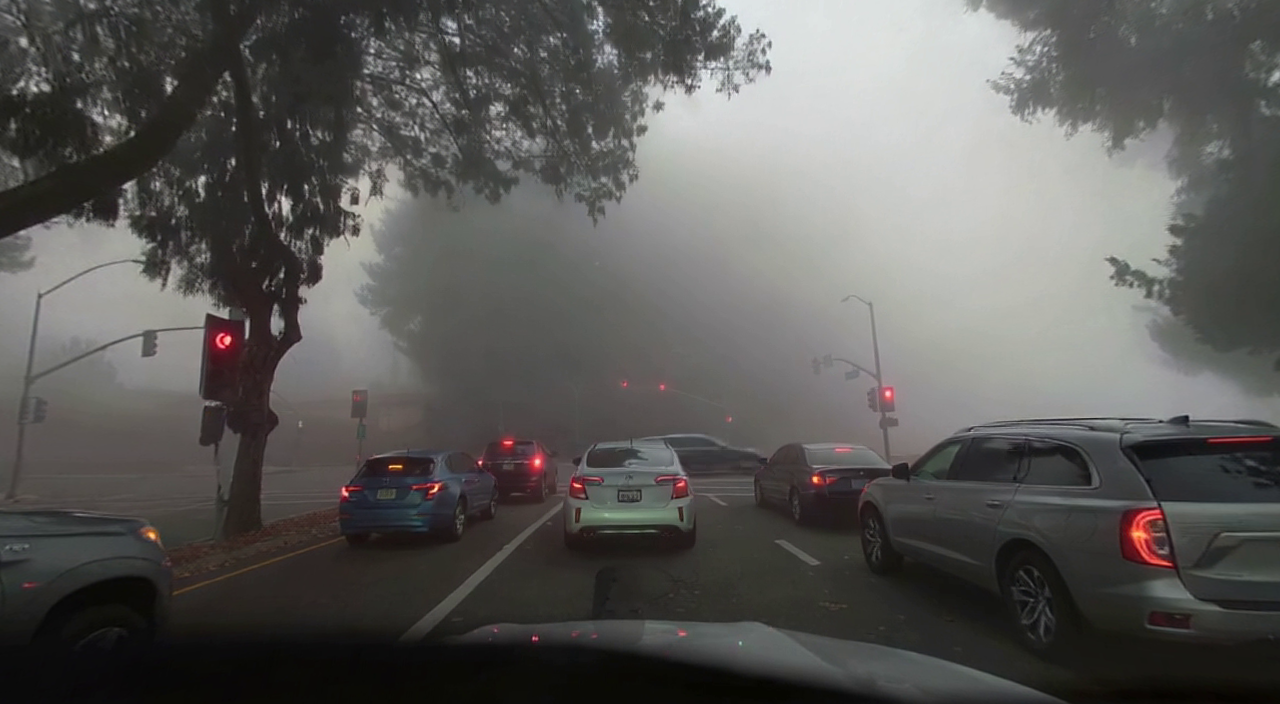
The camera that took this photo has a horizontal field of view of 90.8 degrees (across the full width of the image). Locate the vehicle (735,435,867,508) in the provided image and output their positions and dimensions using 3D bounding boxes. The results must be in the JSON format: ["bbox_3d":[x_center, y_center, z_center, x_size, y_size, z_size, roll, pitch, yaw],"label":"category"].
[{"bbox_3d":[3.645,2.783,15.236,1.922,1.472,4.440,0,-8,-1],"label":"vehicle"}]

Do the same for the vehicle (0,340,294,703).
[{"bbox_3d":[-3.667,0.834,2.538,2.047,1.764,4.369,0,-8,0],"label":"vehicle"}]

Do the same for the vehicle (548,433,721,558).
[{"bbox_3d":[-0.080,2.007,9.593,2.061,1.470,3.970,0,-8,0],"label":"vehicle"}]

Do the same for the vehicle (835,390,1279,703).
[{"bbox_3d":[3.380,1.303,5.415,1.933,1.564,4.600,0,-8,0],"label":"vehicle"}]

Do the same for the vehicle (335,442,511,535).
[{"bbox_3d":[-3.926,2.505,12.329,1.919,1.459,4.371,0,-8,-1],"label":"vehicle"}]
